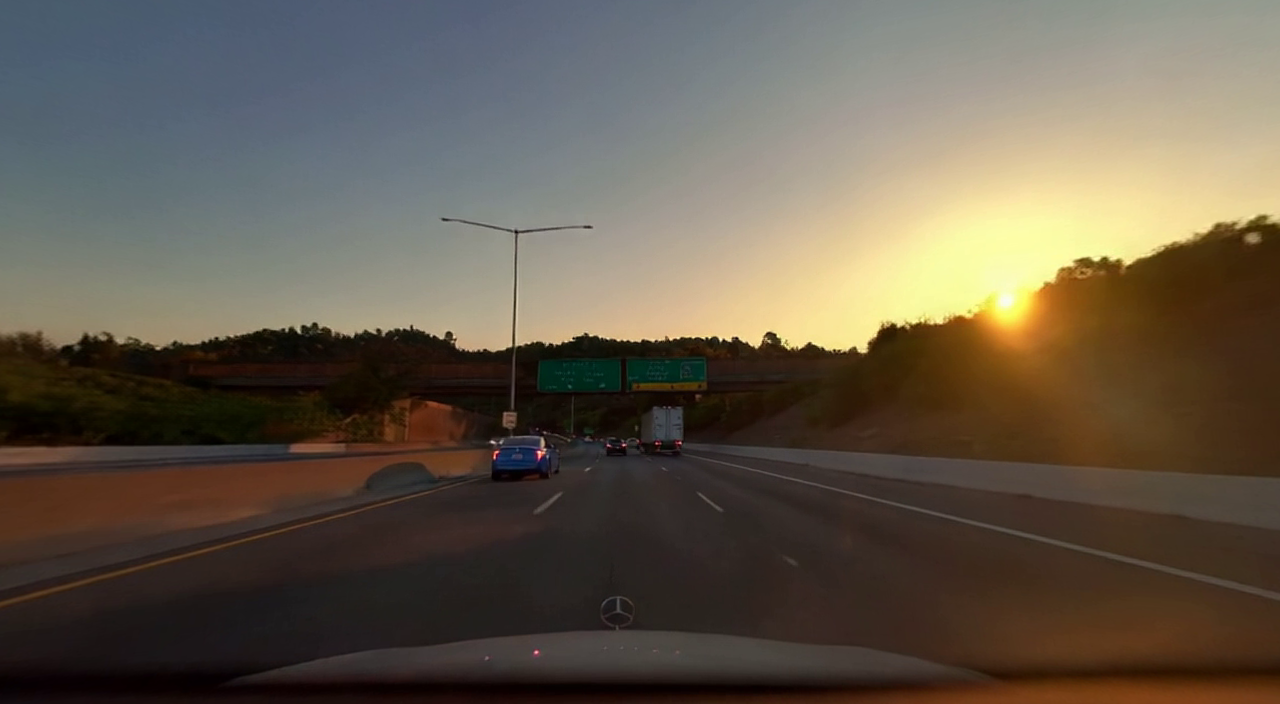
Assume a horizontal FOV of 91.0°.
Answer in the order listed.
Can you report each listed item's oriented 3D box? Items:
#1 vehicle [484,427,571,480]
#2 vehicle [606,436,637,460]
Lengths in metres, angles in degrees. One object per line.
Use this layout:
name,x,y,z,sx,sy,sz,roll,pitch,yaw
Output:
vehicle,-4.016,3.736,23.419,2.377,1.747,4.703,0,-8,0
vehicle,-1.294,6.731,44.290,2.125,1.542,3.816,0,-8,-2
